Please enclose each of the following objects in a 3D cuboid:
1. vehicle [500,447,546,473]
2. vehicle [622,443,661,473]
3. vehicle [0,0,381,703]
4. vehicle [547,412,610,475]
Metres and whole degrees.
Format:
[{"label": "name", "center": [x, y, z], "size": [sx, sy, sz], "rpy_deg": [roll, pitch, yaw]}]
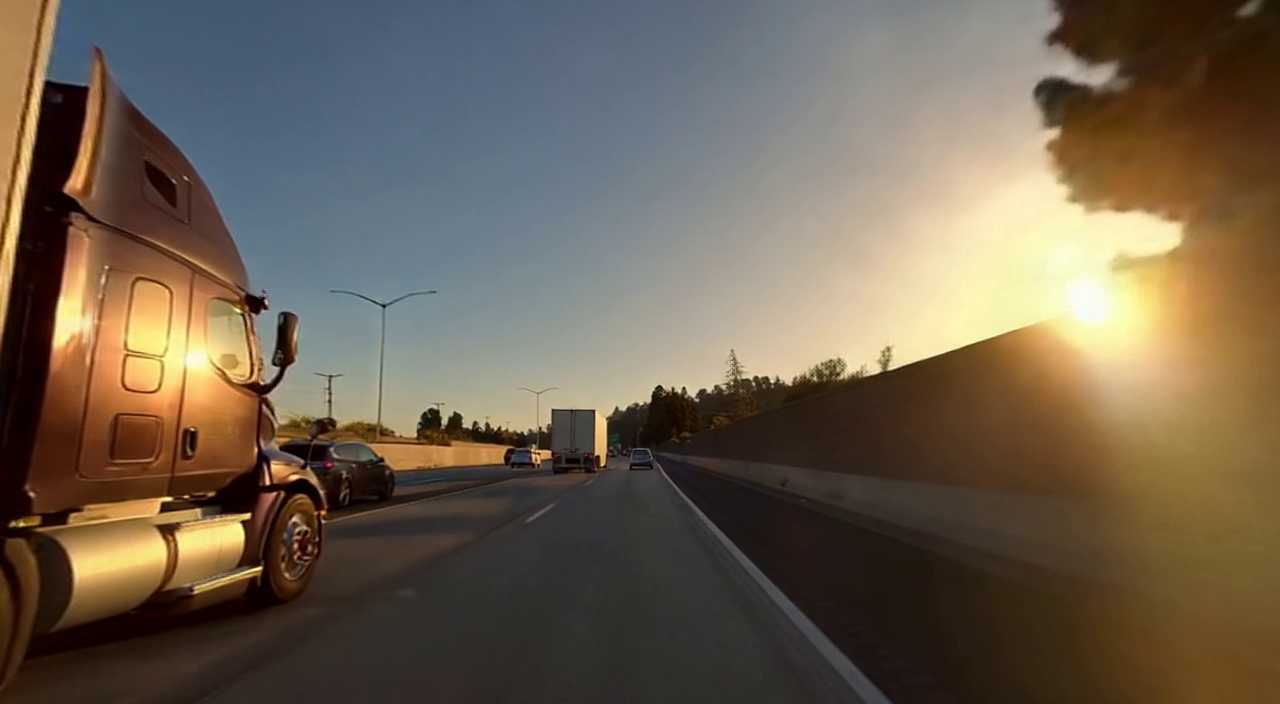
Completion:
[{"label": "vehicle", "center": [-7.195, 6.671, 39.090], "size": [1.962, 1.489, 4.002], "rpy_deg": [-1, -9, 1]}, {"label": "vehicle", "center": [0.100, 6.221, 37.286], "size": [2.178, 1.640, 4.071], "rpy_deg": [-1, -9, 1]}, {"label": "vehicle", "center": [-3.695, -0.080, 0.300], "size": [3.025, 3.266, 9.256], "rpy_deg": [-1, -9, 1]}, {"label": "vehicle", "center": [-3.555, 5.666, 38.811], "size": [2.956, 3.331, 9.575], "rpy_deg": [0, -9, 0]}]
